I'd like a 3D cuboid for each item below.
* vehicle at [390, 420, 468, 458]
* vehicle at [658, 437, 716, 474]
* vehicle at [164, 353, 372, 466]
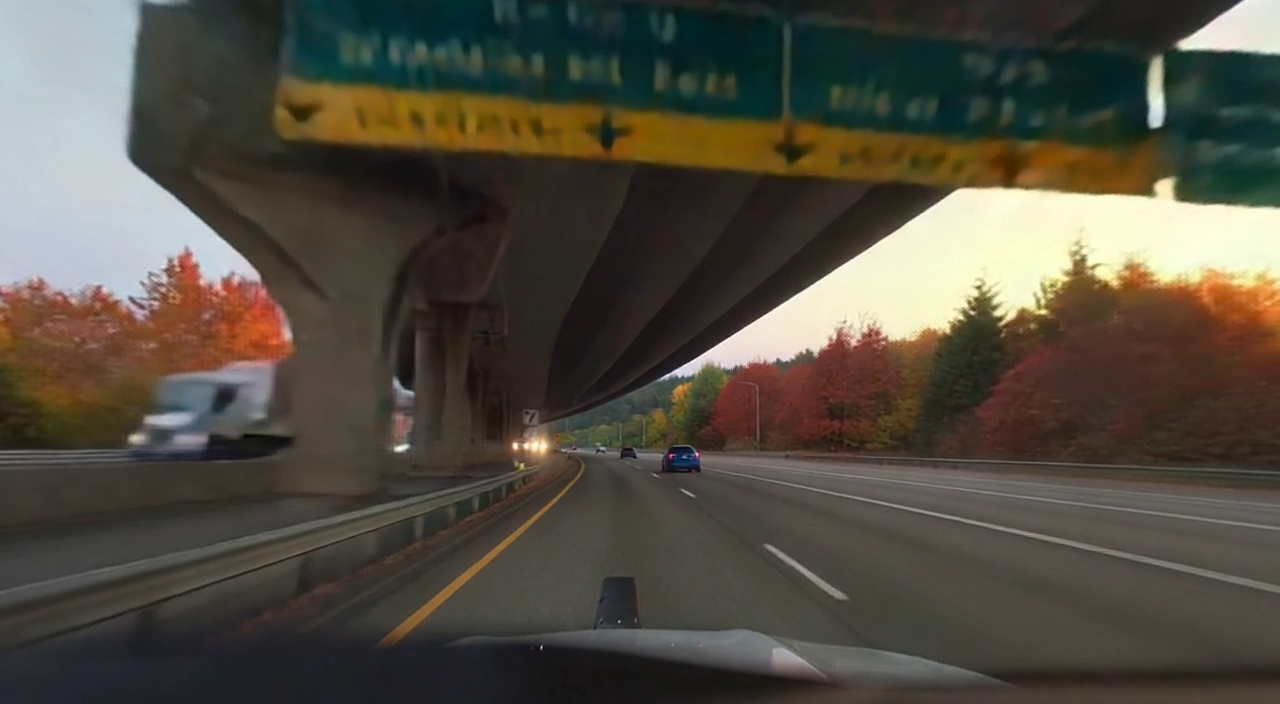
[{"bbox_3d":[-9.880,4.173,29.842,2.221,1.667,4.696,0,-9,-2],"label":"vehicle"},{"bbox_3d":[2.189,5.025,30.461,2.337,1.633,4.222,0,-9,-2],"label":"vehicle"},{"bbox_3d":[-13.878,2.524,24.664,2.932,3.621,8.904,0,-9,-2],"label":"vehicle"}]
